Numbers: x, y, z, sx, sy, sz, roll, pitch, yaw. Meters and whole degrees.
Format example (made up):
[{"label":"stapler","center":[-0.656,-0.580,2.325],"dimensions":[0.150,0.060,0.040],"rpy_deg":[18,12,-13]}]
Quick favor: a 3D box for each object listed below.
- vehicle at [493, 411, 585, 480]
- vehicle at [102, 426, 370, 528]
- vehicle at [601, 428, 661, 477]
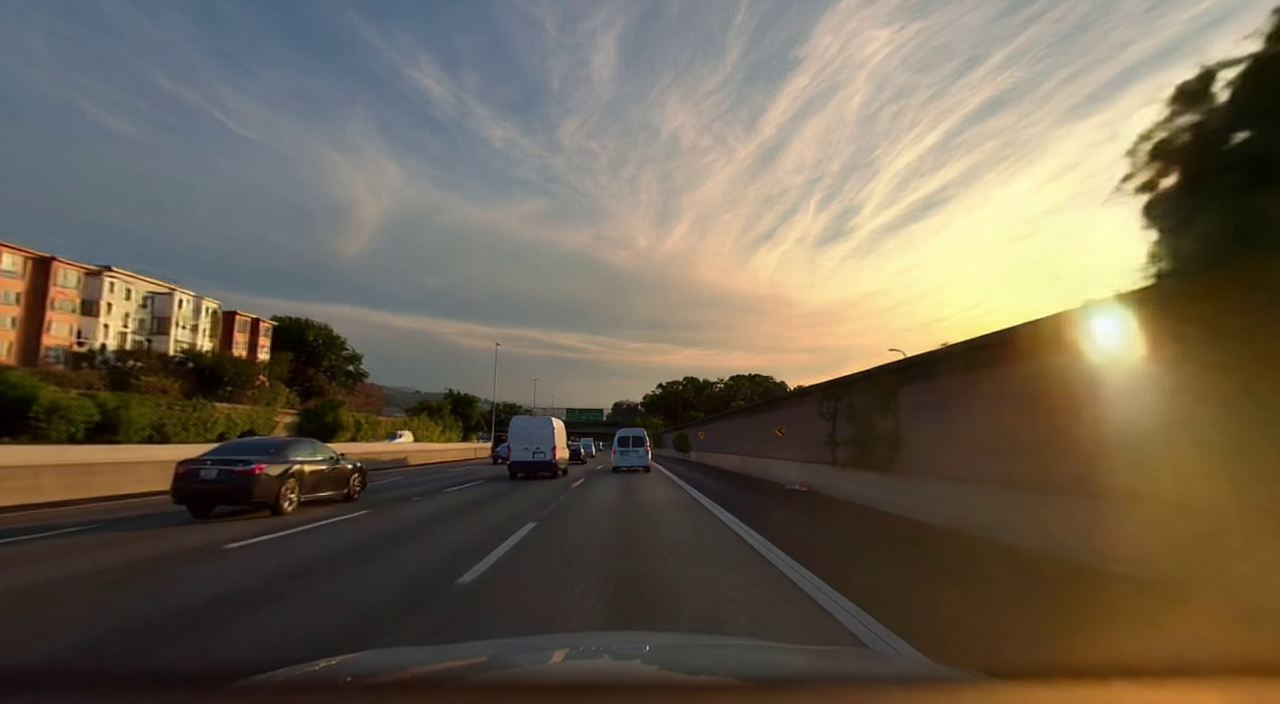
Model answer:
[{"label":"vehicle","center":[-3.647,3.584,24.107],"dimensions":[2.504,2.276,5.933],"rpy_deg":[0,-9,0]},{"label":"vehicle","center":[-7.003,2.205,11.697],"dimensions":[1.959,1.493,4.575],"rpy_deg":[0,-9,0]},{"label":"vehicle","center":[-0.330,4.036,25.440],"dimensions":[2.207,1.807,4.199],"rpy_deg":[0,-9,0]}]
